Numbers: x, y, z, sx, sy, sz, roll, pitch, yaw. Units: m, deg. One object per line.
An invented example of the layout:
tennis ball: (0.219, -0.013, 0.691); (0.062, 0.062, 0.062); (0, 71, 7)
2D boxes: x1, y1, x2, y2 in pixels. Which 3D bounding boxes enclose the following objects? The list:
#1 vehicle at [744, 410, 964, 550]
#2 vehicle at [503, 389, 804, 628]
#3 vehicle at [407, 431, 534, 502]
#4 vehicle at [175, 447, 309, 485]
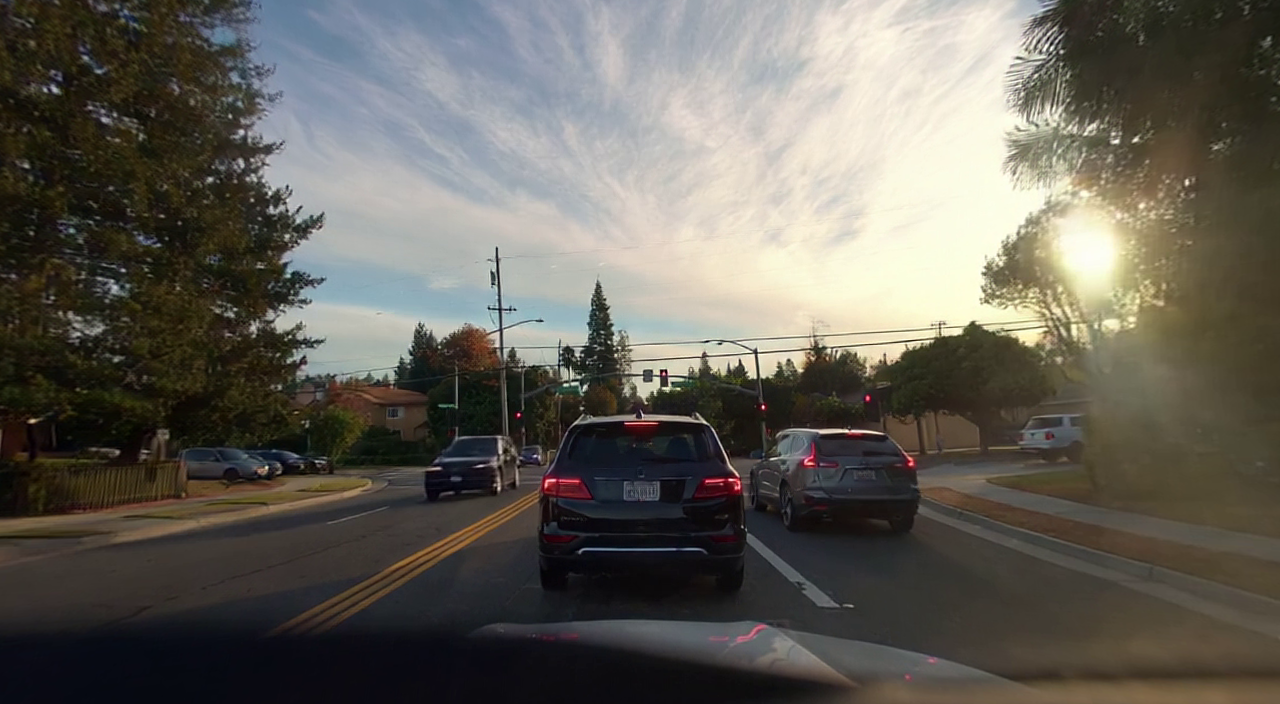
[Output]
vehicle: (3.080, 1.935, 10.208); (1.967, 1.756, 4.281); (0, -8, -1)
vehicle: (0.066, 1.424, 6.660); (2.151, 1.695, 4.100); (0, -8, -1)
vehicle: (-4.540, 3.141, 17.775); (2.292, 1.711, 4.541); (0, -8, 0)
vehicle: (-16.145, 4.639, 25.717); (4.245, 1.446, 1.827); (0, -8, 1)
